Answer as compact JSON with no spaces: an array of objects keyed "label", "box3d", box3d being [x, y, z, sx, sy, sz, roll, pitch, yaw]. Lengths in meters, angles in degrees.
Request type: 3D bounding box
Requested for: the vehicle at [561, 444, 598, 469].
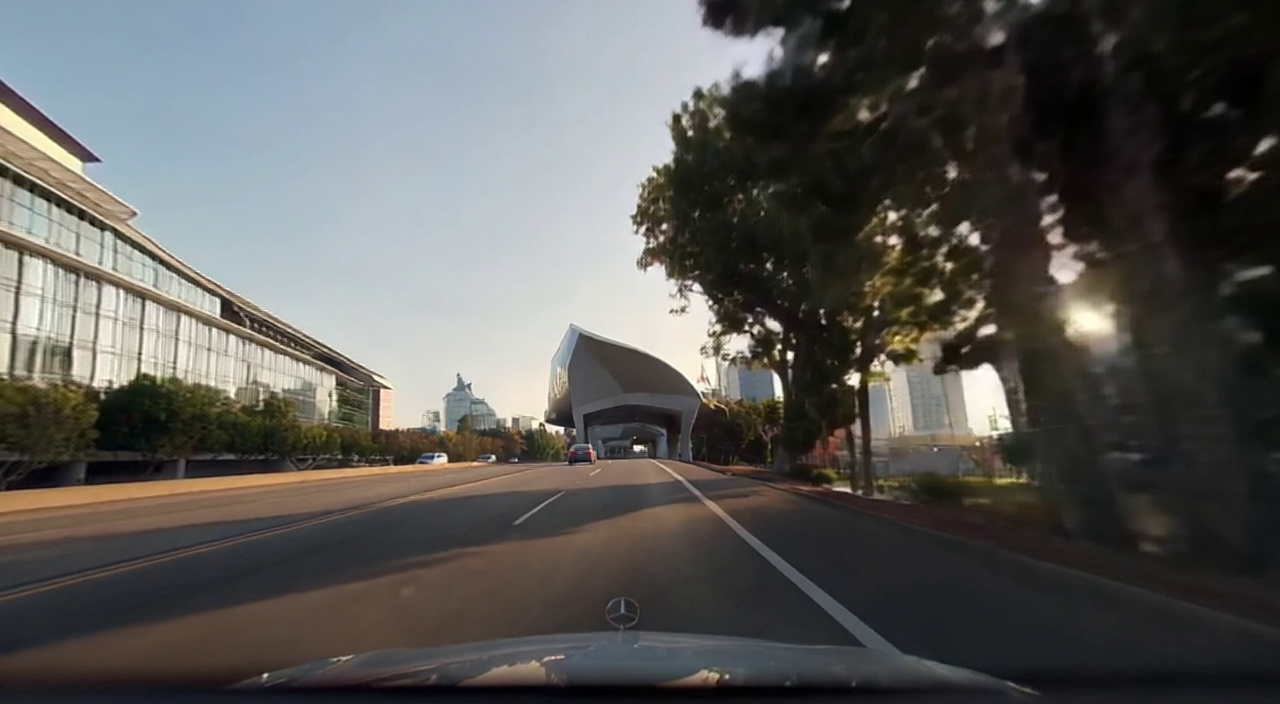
[{"label":"vehicle","box3d":[-3.874,6.777,41.147,1.984,1.521,4.682,0,-8,0]}]
